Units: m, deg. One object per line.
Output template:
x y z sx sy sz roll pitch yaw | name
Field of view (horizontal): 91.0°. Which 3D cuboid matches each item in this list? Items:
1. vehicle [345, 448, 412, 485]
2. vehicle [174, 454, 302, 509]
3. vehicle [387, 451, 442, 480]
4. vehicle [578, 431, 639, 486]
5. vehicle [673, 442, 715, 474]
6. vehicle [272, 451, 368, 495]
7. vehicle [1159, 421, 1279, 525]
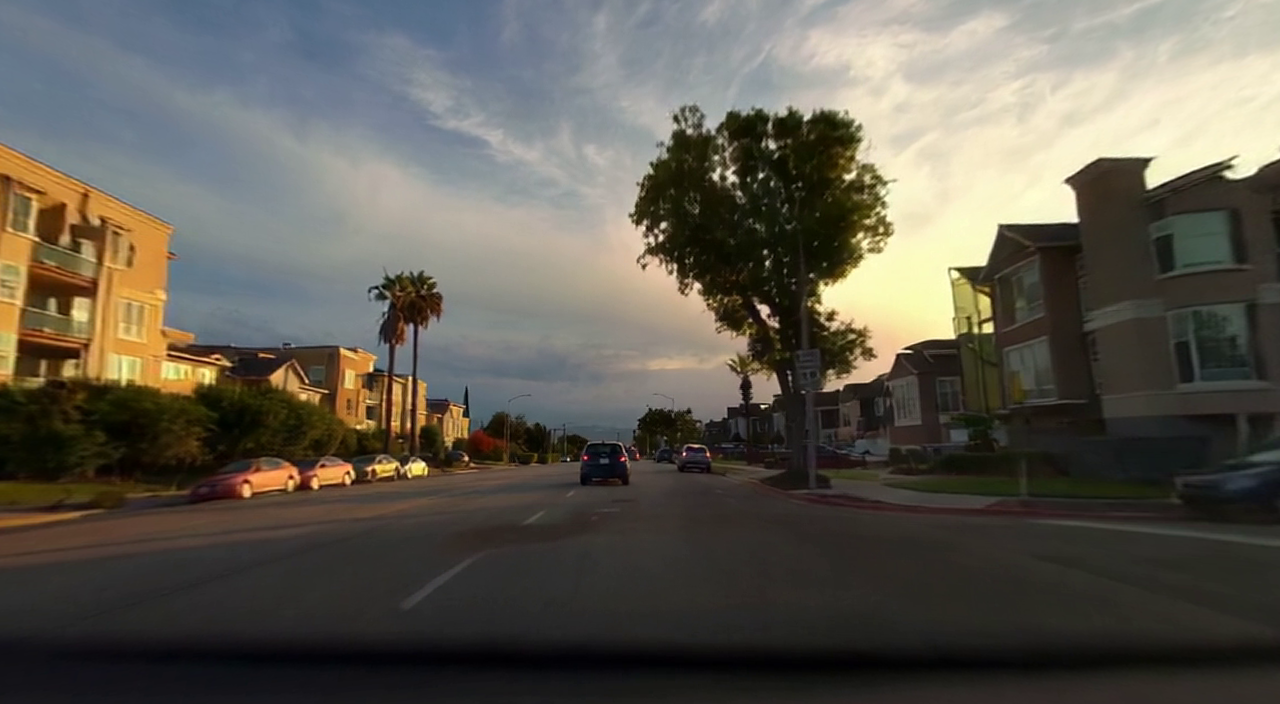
-14.187 6.202 34.420 1.890 1.640 4.320 -3 -7 -1 | vehicle
-14.225 4.549 22.625 1.884 1.451 4.435 -4 -7 -2 | vehicle
-14.273 7.169 40.083 1.877 1.443 4.677 -3 -7 -1 | vehicle
-1.060 3.975 23.730 1.994 1.810 5.057 0 -9 1 | vehicle
3.145 6.297 37.464 1.949 1.685 4.161 3 -9 -2 | vehicle
-14.164 5.335 28.182 1.875 1.496 4.728 -4 -7 0 | vehicle
12.711 2.022 11.404 4.873 1.624 1.924 -3 -9 -2 | vehicle
